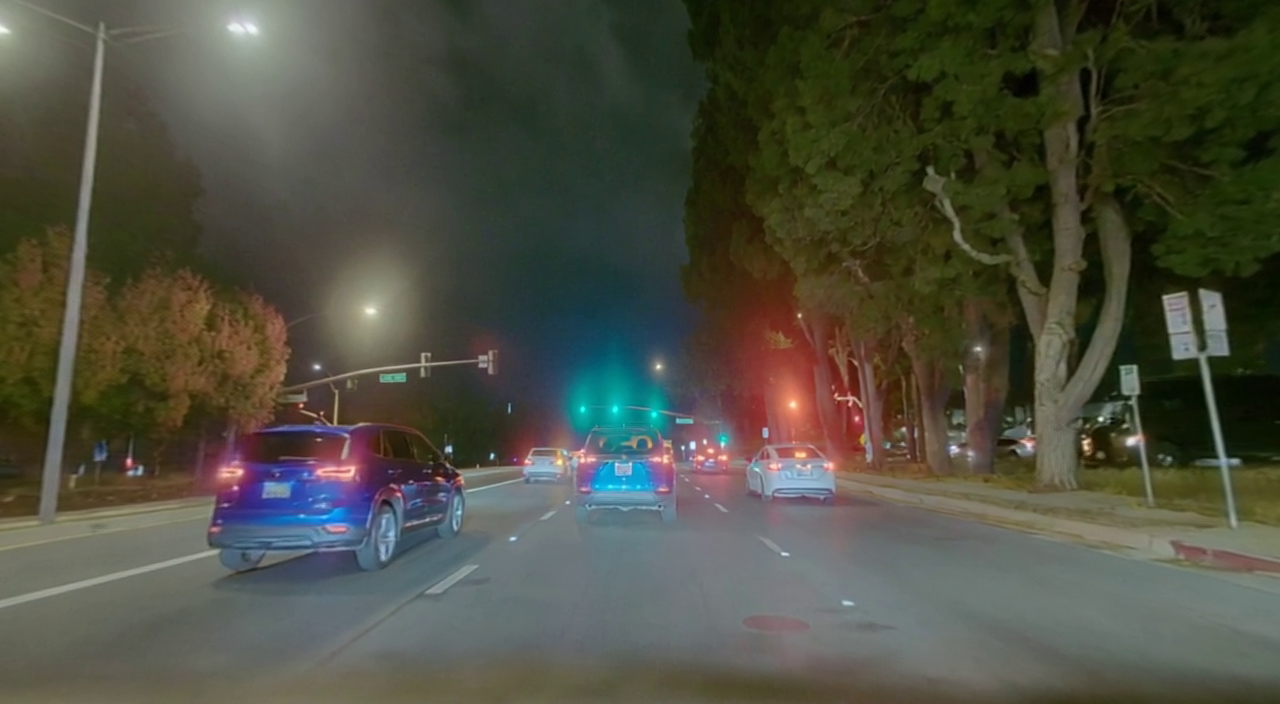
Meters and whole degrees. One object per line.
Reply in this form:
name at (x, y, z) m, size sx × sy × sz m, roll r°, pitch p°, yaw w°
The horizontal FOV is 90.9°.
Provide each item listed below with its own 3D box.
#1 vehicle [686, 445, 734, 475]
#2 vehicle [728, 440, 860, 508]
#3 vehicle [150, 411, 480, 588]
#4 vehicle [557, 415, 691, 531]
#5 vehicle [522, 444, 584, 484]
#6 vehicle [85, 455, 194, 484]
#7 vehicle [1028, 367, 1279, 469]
vehicle at (3.574, 5.641, 33.115) m, size 1.996 × 1.443 × 4.270 m, roll 0°, pitch -8°, yaw -1°
vehicle at (3.766, 3.077, 16.458) m, size 2.036 × 1.480 × 4.659 m, roll 0°, pitch -8°, yaw -3°
vehicle at (-3.733, 1.759, 8.352) m, size 2.039 × 1.709 × 4.265 m, roll 0°, pitch -8°, yaw 1°
vehicle at (-0.250, 2.261, 12.316) m, size 2.132 × 1.816 × 4.471 m, roll 0°, pitch -8°, yaw 0°
vehicle at (-3.444, 4.509, 25.765) m, size 1.897 × 1.479 × 4.204 m, roll 0°, pitch -8°, yaw 1°
vehicle at (-33.954, 7.973, 42.912) m, size 5.352 × 1.850 × 2.276 m, roll 0°, pitch -8°, yaw -2°
vehicle at (17.795, 2.281, 21.415) m, size 7.314 × 3.230 × 2.680 m, roll 0°, pitch -8°, yaw -1°
